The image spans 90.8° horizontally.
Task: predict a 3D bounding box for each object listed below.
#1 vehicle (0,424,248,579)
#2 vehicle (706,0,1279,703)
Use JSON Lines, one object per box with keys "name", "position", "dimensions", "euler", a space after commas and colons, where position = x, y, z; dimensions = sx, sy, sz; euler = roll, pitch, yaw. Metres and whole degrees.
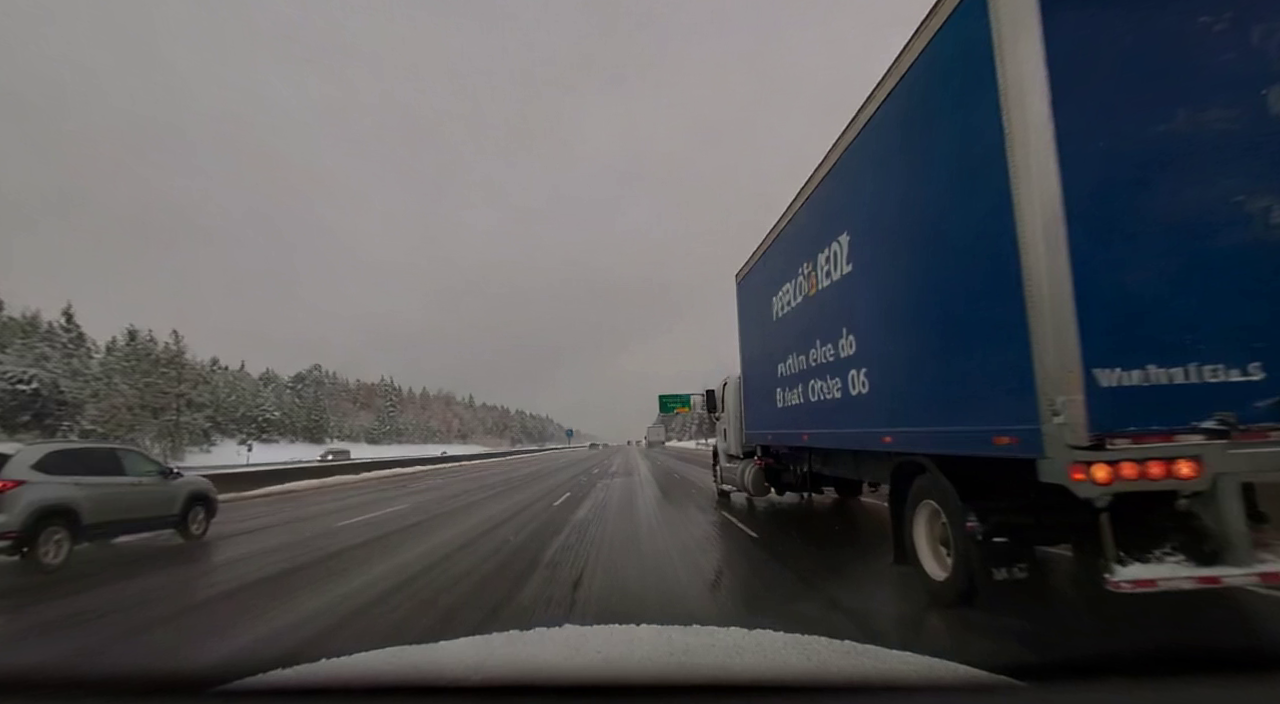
{"name": "vehicle", "position": [-7.288, 1.712, 7.817], "dimensions": [2.033, 1.494, 4.508], "euler": [0, -9, -1]}
{"name": "vehicle", "position": [3.110, 0.452, 8.262], "dimensions": [2.985, 3.985, 10.516], "euler": [0, -9, -2]}
